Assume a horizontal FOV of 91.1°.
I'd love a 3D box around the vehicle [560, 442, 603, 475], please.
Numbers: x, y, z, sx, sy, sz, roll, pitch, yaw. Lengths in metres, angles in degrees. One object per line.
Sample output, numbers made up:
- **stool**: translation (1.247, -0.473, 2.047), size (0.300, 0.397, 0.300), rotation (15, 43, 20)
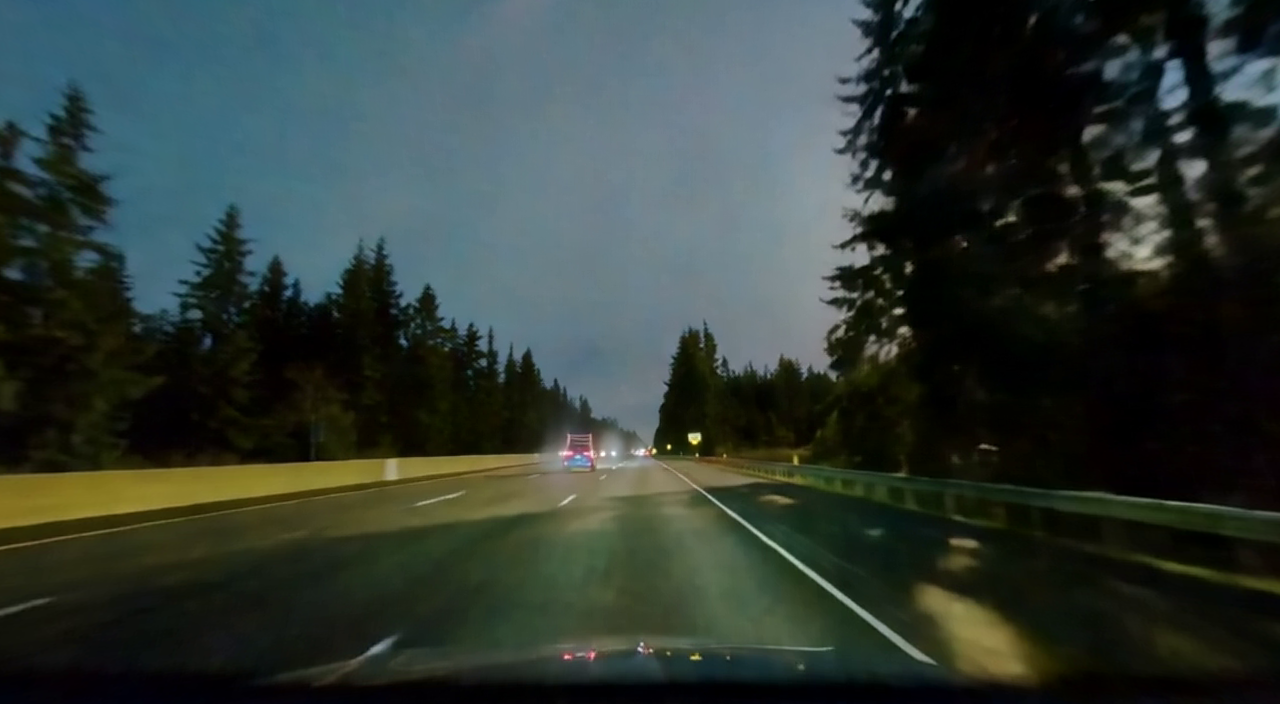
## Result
- **vehicle**: translation (-3.341, 6.181, 36.713), size (2.084, 1.752, 4.479), rotation (0, -8, 1)
